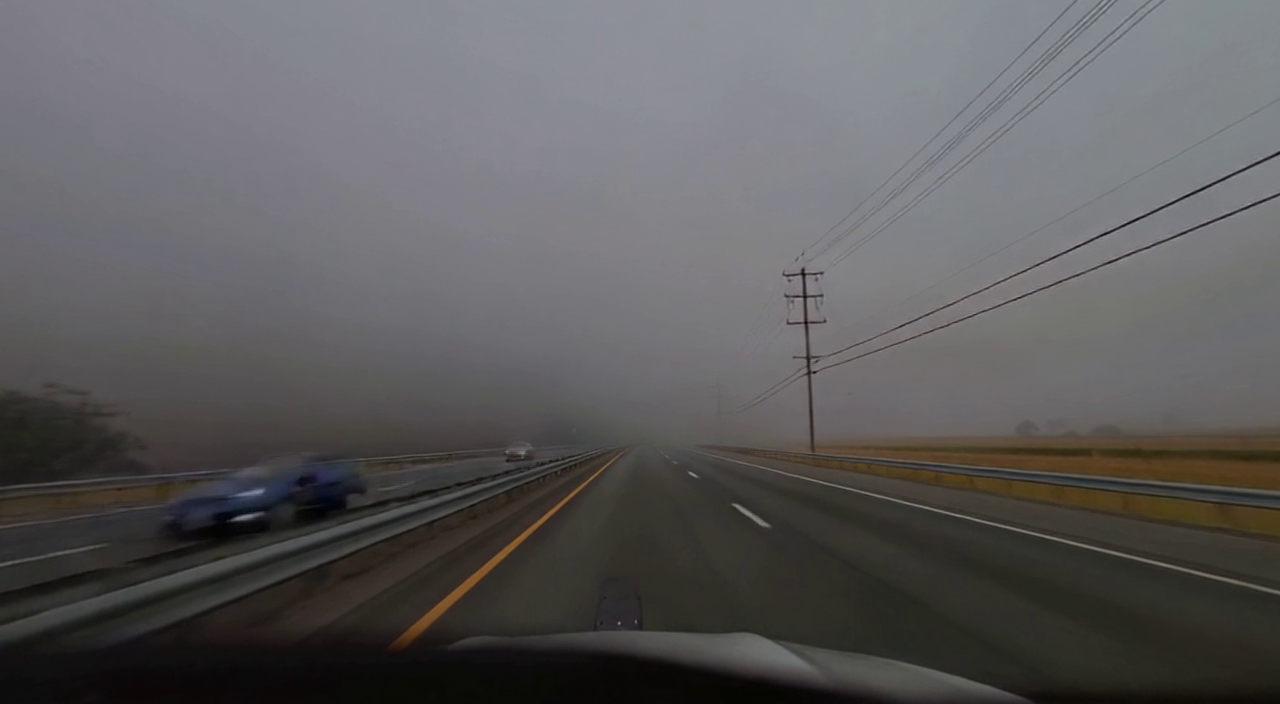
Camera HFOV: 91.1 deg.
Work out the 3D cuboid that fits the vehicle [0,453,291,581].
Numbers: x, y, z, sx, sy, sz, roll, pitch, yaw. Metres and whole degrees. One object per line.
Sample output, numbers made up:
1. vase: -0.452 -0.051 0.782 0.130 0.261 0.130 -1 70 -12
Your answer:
1. vehicle: -7.276 2.270 9.392 1.936 1.430 3.777 0 -8 -1
